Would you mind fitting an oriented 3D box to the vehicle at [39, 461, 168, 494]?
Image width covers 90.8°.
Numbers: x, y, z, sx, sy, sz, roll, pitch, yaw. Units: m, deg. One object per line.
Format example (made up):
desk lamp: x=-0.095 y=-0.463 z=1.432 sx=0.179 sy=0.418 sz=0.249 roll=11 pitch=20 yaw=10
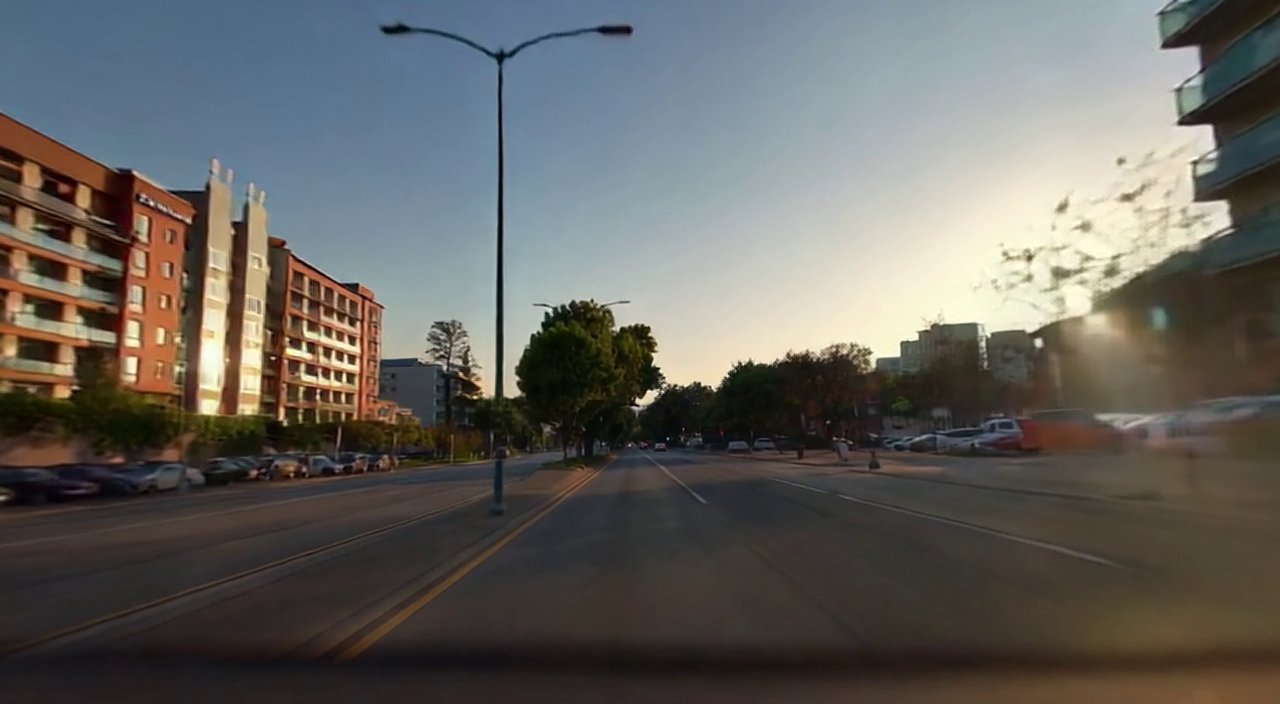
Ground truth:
vehicle: x=-26.033 y=6.085 z=30.883 sx=4.329 sy=1.423 sz=1.954 roll=4 pitch=-9 yaw=-24
